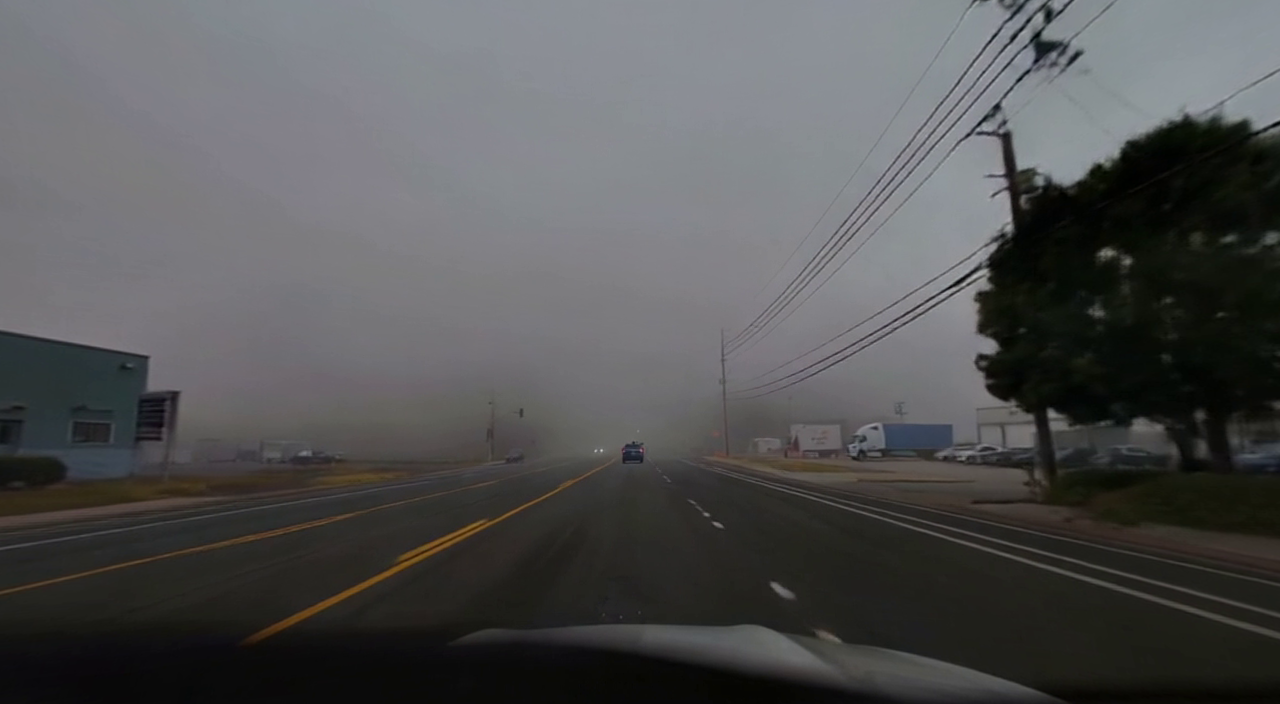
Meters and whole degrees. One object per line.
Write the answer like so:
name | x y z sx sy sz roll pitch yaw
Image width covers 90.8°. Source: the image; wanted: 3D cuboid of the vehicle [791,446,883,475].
vehicle | 11.683 6.449 37.690 4.758 1.496 1.871 -1 -9 -1

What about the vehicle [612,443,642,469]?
vehicle | -0.839 6.914 42.230 1.937 1.588 3.746 0 -8 -1

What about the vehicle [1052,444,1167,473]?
vehicle | 25.713 5.821 34.717 4.625 1.484 1.997 0 -8 1

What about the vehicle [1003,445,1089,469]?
vehicle | 25.736 6.657 40.177 4.134 1.441 1.836 -1 -8 2
